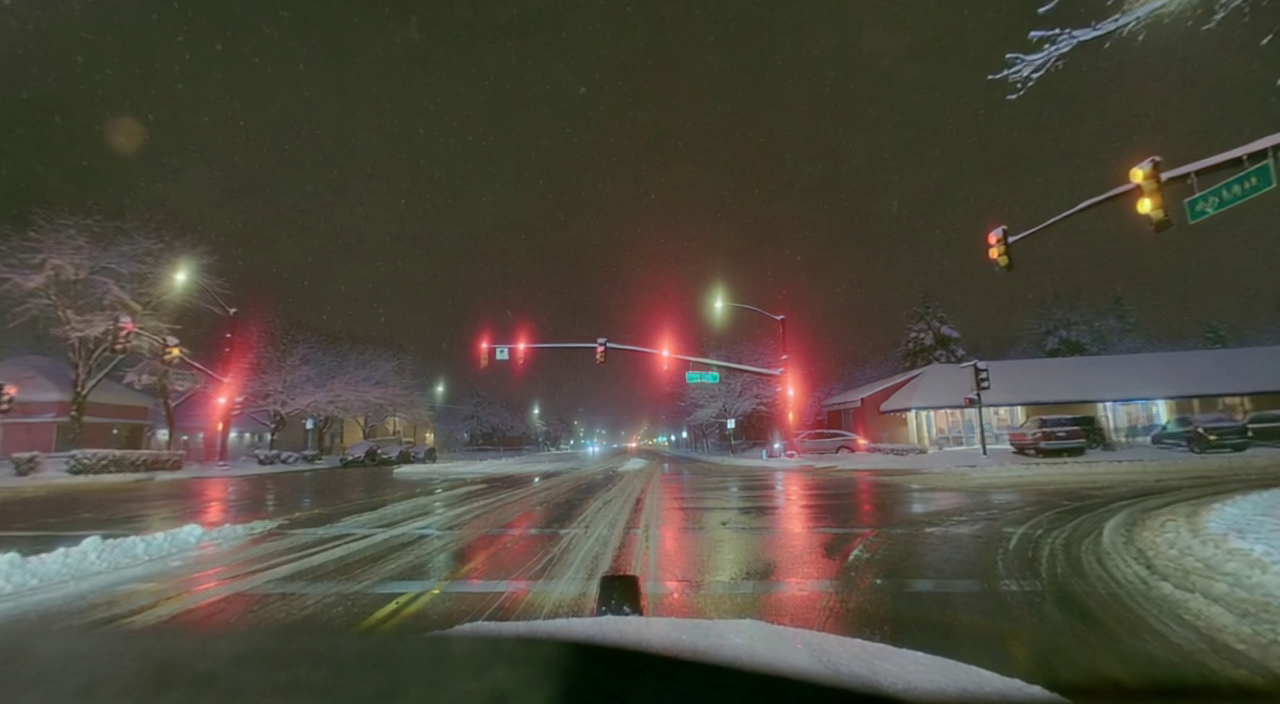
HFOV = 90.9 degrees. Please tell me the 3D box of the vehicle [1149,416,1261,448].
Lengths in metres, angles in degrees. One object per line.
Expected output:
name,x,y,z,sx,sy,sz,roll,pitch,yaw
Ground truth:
vehicle,28.274,4.079,31.729,1.799,1.459,4.266,0,-8,3
